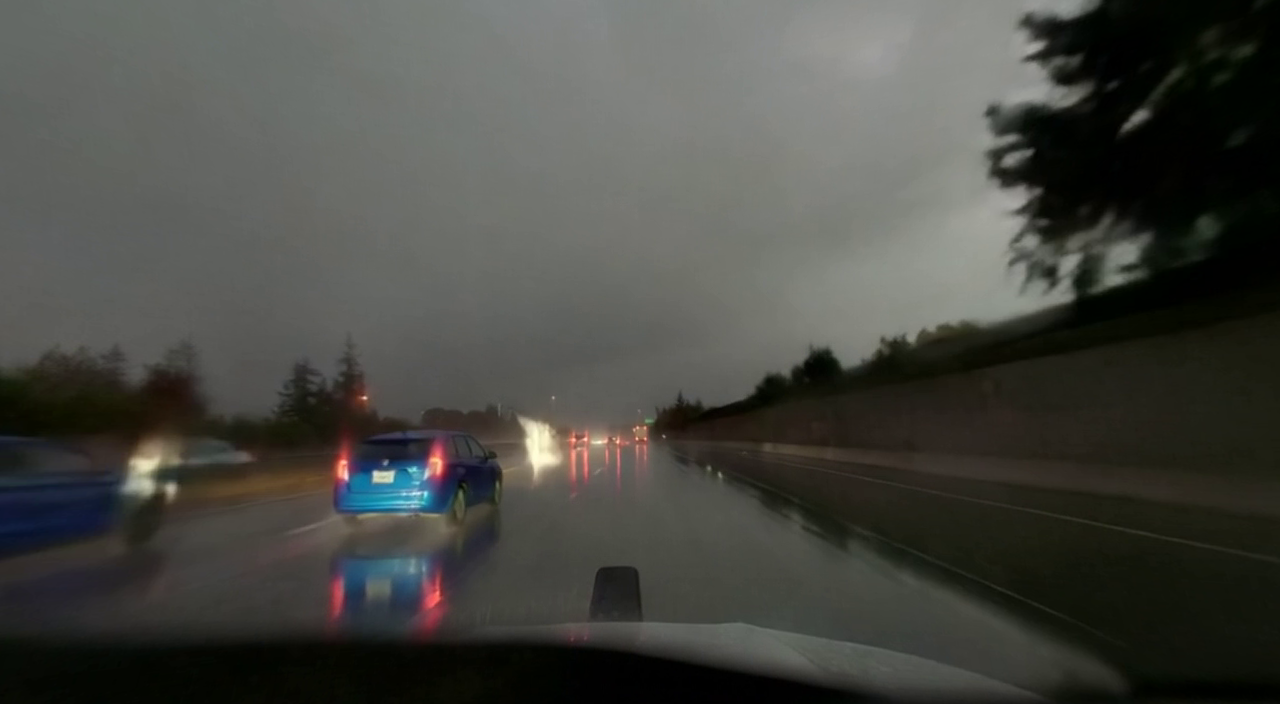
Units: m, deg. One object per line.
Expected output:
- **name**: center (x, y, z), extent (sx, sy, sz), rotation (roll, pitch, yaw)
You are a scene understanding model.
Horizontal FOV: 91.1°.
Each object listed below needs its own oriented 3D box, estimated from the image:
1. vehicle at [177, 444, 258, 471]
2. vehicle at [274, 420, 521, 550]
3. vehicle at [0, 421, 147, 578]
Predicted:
- **vehicle**: center (-25.437, 6.339, 38.069), extent (1.834, 1.504, 4.325), rotation (0, -8, 2)
- **vehicle**: center (-3.218, 1.821, 9.352), extent (2.079, 1.500, 3.881), rotation (0, -8, 1)
- **vehicle**: center (-7.190, 1.356, 5.563), extent (2.084, 1.494, 4.404), rotation (0, -8, 0)
